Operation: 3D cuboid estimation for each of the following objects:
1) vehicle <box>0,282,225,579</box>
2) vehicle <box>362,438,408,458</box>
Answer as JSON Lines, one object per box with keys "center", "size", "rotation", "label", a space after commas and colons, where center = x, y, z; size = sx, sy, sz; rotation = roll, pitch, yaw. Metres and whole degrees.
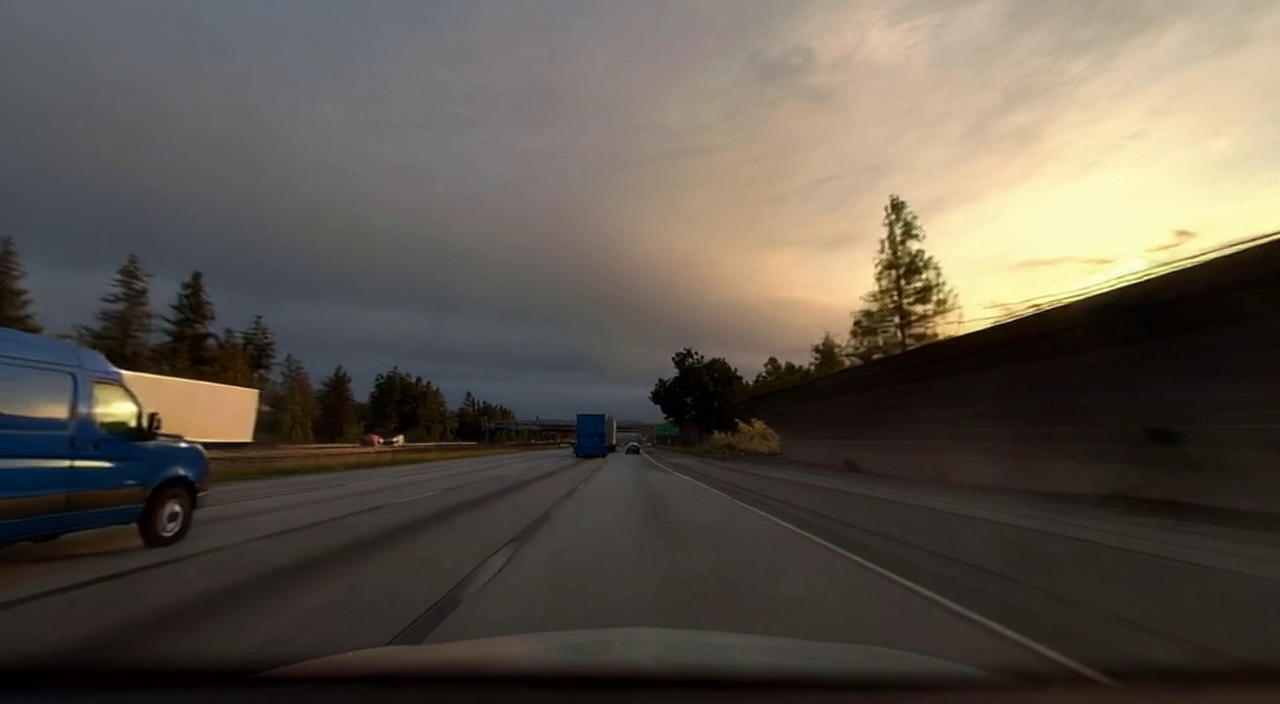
{"center": [-7.191, 0.687, 5.564], "size": [2.396, 2.763, 6.935], "rotation": [0, -8, -1], "label": "vehicle"}
{"center": [-19.303, 7.254, 47.892], "size": [1.973, 1.400, 3.948], "rotation": [0, -8, -1], "label": "vehicle"}
